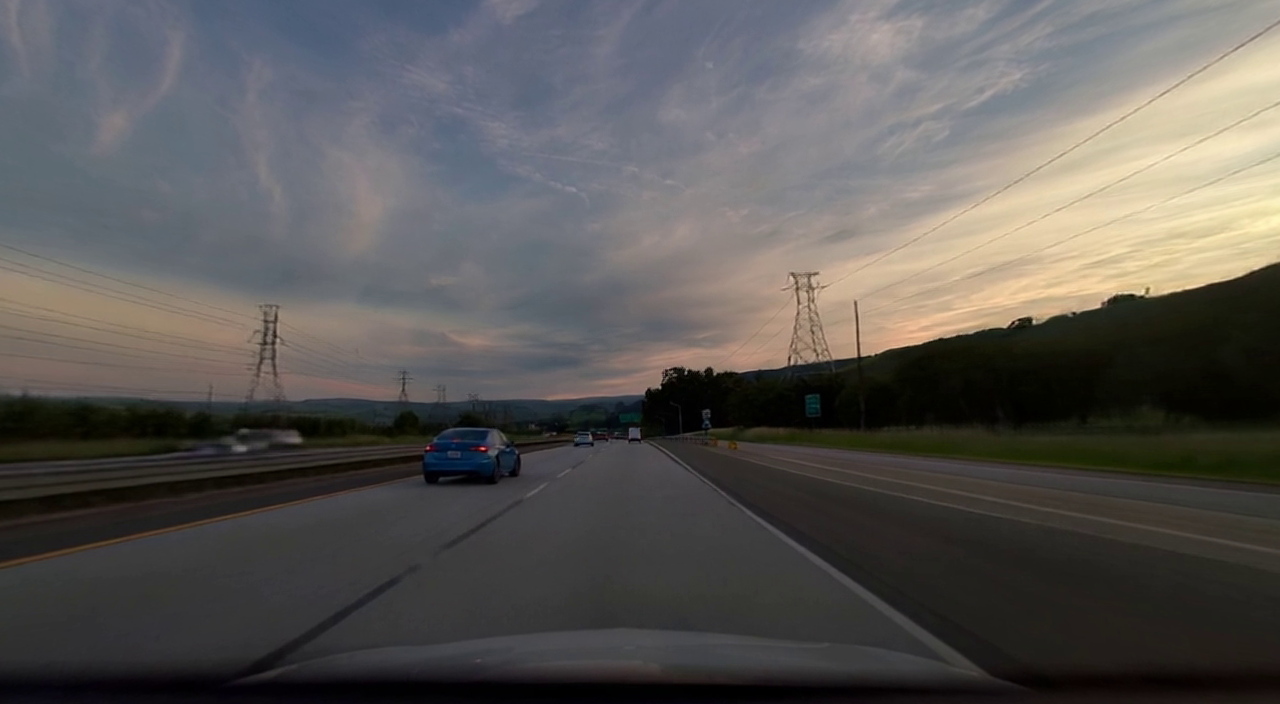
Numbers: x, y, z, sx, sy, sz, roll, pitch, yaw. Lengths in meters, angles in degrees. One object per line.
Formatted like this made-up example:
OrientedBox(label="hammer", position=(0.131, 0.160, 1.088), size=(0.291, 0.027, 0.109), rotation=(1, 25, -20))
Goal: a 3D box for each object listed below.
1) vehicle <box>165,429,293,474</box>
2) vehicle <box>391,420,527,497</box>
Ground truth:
OrientedBox(label="vehicle", position=(-16.785, 4.053, 26.067), size=(2.033, 1.673, 4.852), rotation=(0, -8, -1))
OrientedBox(label="vehicle", position=(-4.130, 2.485, 15.174), size=(2.023, 1.580, 4.259), rotation=(0, -8, 0))
